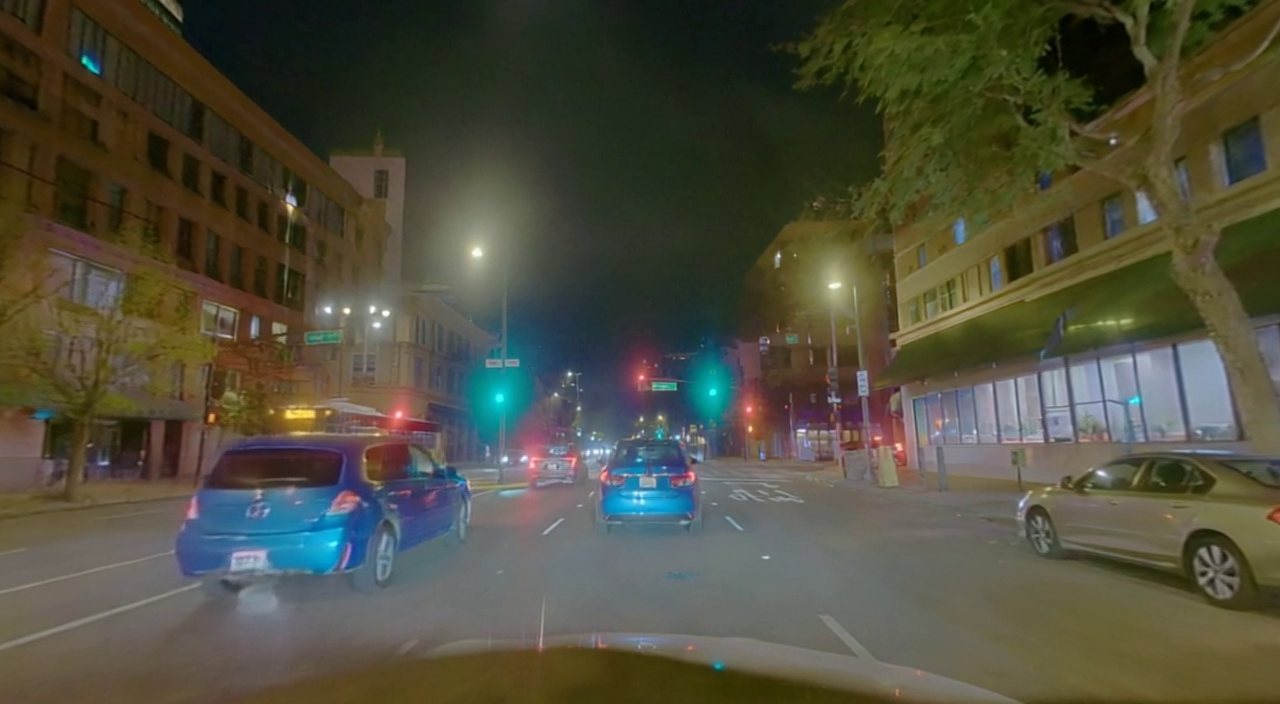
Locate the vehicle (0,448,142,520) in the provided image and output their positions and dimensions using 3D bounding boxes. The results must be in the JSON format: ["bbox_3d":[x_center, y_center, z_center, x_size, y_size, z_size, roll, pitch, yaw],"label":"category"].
[{"bbox_3d":[-16.225,3.459,16.953,1.914,1.690,4.461,0,-9,1],"label":"vehicle"}]

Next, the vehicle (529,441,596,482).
[{"bbox_3d":[-3.007,4.359,25.455,2.131,1.486,4.089,0,-9,1],"label":"vehicle"}]

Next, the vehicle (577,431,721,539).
[{"bbox_3d":[0.095,2.138,10.670,2.022,1.481,3.564,0,-9,-1],"label":"vehicle"}]

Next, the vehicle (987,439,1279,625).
[{"bbox_3d":[5.997,1.697,6.820,1.873,1.453,4.579,0,-9,0],"label":"vehicle"}]

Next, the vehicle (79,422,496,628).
[{"bbox_3d":[-3.109,1.615,6.953,1.970,1.492,4.534,0,-9,0],"label":"vehicle"}]

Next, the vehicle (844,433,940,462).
[{"bbox_3d":[16.466,6.284,41.427,5.345,1.811,2.175,0,-9,-1],"label":"vehicle"}]
